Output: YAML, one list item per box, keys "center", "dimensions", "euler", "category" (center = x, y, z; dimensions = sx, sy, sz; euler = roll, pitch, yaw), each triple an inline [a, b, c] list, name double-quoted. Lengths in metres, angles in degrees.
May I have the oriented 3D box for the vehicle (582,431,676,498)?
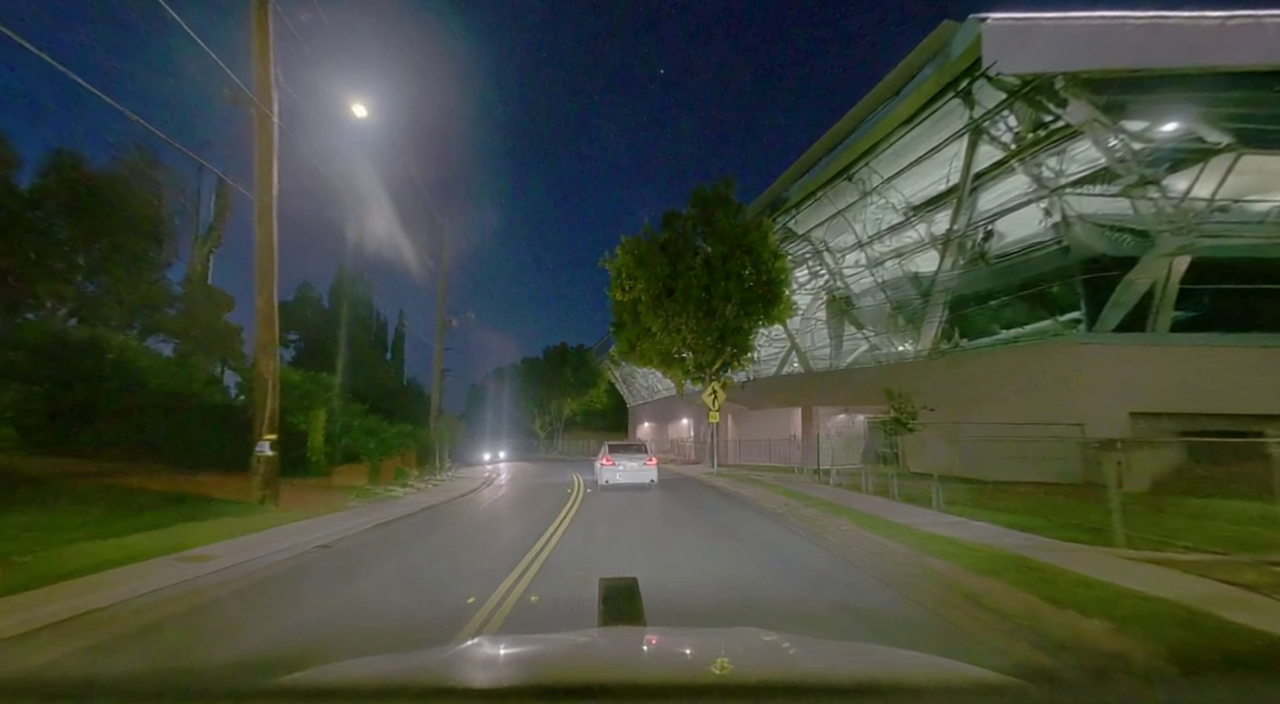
- center: [-0.417, 2.829, 16.320]
  dimensions: [2.060, 1.487, 3.920]
  euler: [1, -8, -6]
  category: "vehicle"
